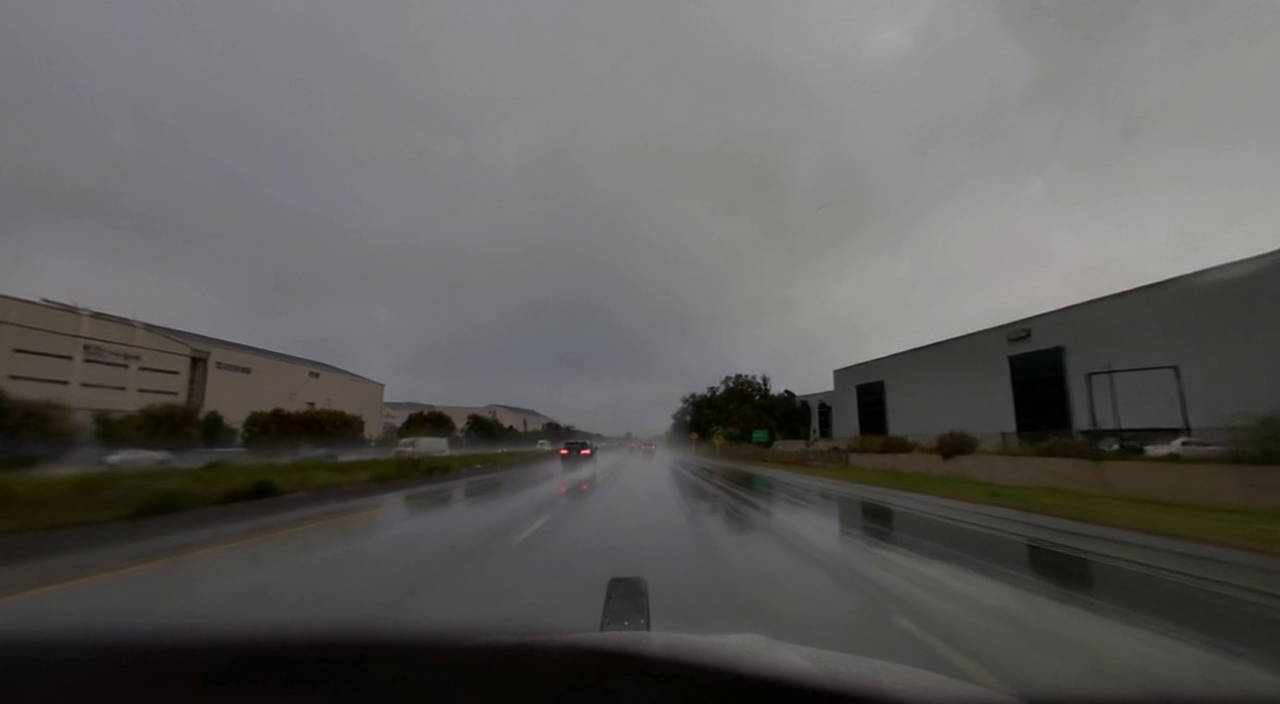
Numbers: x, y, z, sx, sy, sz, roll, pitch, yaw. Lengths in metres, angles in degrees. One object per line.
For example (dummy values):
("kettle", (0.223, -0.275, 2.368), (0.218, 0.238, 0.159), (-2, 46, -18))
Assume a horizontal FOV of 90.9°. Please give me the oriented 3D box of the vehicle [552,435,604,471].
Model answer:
("vehicle", (-3.344, 5.627, 35.132), (2.218, 1.850, 4.774), (0, -9, 2))
